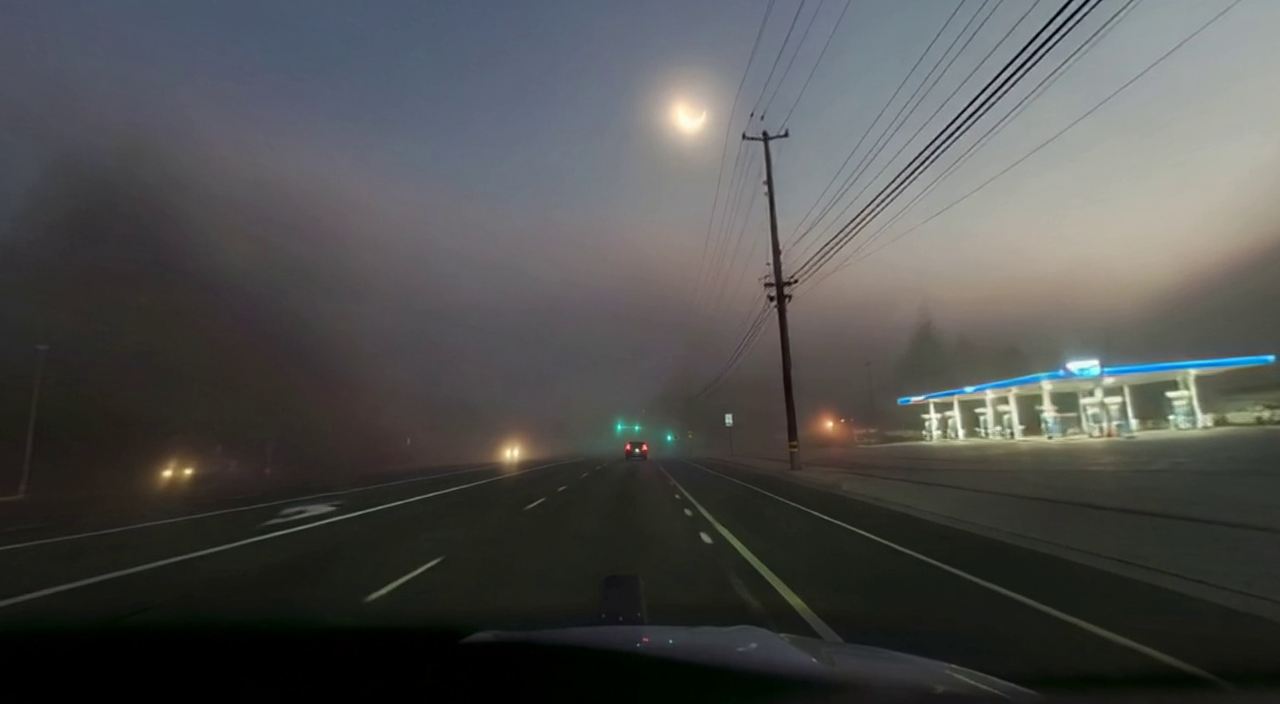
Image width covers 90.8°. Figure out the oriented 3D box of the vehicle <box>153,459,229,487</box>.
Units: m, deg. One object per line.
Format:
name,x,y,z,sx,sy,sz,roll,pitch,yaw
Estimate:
vehicle,-30.221,8.123,42.712,1.940,1.672,4.631,0,-8,-4
